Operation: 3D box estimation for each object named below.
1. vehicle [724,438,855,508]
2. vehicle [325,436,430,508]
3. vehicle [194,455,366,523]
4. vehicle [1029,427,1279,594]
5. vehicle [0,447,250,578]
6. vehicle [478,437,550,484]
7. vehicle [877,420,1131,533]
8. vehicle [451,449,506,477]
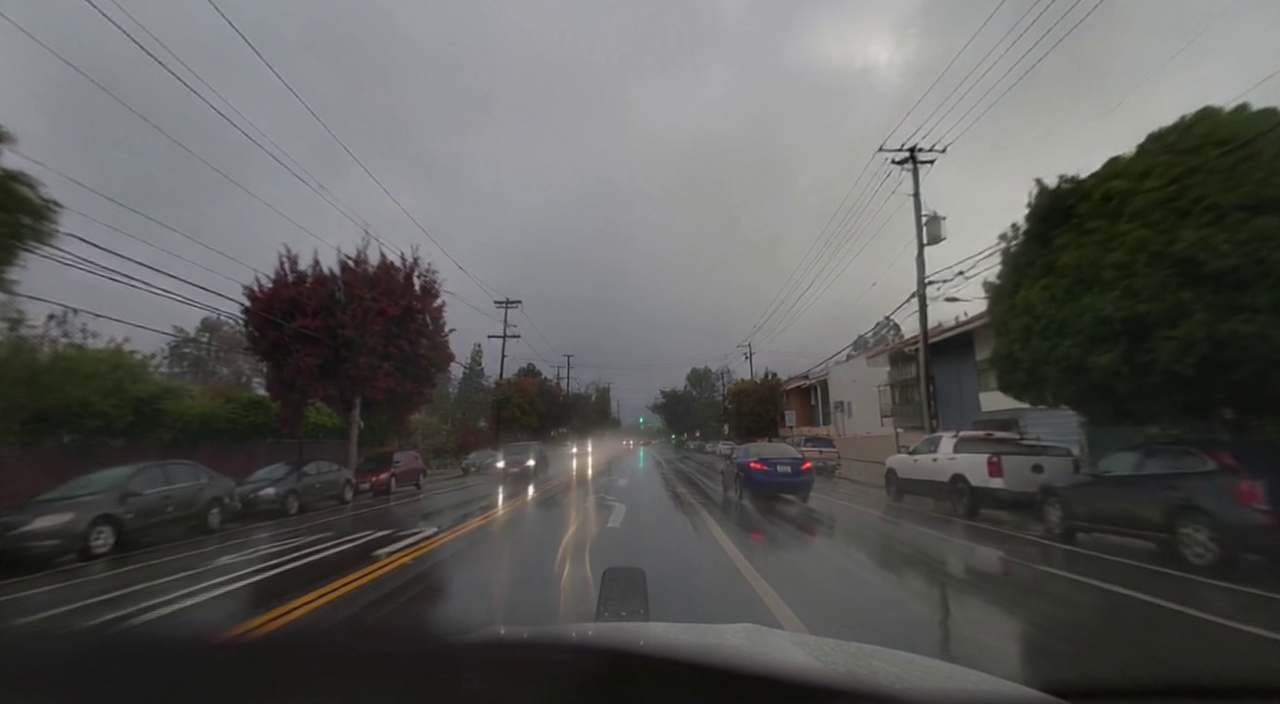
[{"bbox_3d":[3.553,2.974,16.010,2.059,1.489,4.629,0,-8,-1],"label":"vehicle"},{"bbox_3d":[-9.432,4.268,23.081,1.981,1.975,4.534,-3,-4,-1],"label":"vehicle"},{"bbox_3d":[-9.357,3.551,16.908,1.949,1.502,4.264,-1,-8,3],"label":"vehicle"},{"bbox_3d":[7.660,1.966,8.617,1.811,1.749,4.308,0,-8,-2],"label":"vehicle"},{"bbox_3d":[-9.429,2.694,11.364,1.961,1.683,4.483,-3,-7,1],"label":"vehicle"},{"bbox_3d":[-5.084,4.432,26.094,2.050,1.729,4.269,0,-8,1],"label":"vehicle"},{"bbox_3d":[7.735,2.698,14.460,2.380,2.030,5.861,0,-8,1],"label":"vehicle"},{"bbox_3d":[-9.337,6.434,36.825,1.944,1.524,4.404,-1,-8,1],"label":"vehicle"}]
